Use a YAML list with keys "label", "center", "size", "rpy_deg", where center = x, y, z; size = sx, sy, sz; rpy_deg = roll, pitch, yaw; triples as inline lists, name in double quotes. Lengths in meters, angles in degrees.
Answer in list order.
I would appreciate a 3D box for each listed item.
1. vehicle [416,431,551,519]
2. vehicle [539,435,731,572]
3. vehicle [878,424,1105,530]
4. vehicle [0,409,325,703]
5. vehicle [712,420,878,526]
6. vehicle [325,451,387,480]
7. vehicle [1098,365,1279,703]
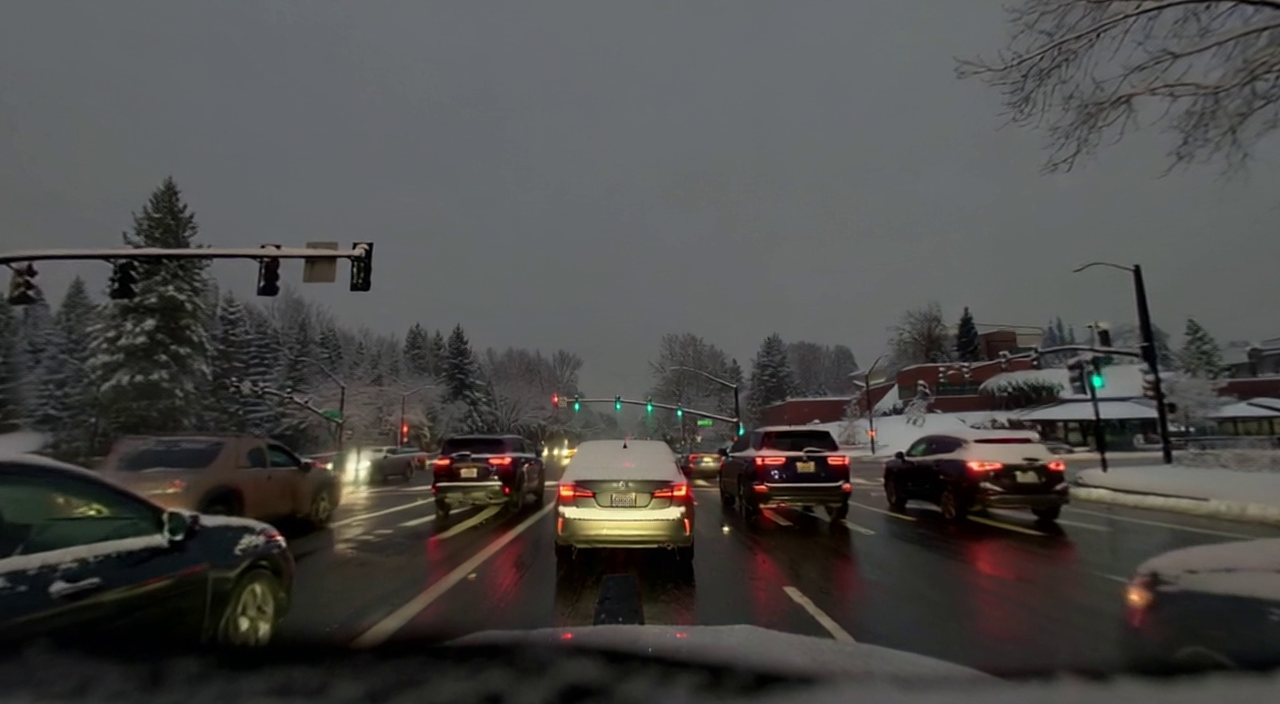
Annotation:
- label: "vehicle"
  center: [-3.380, 2.743, 14.608]
  size: [2.033, 1.714, 4.278]
  rpy_deg: [0, -8, 0]
- label: "vehicle"
  center: [-0.106, 1.952, 8.948]
  size: [2.098, 1.461, 3.958]
  rpy_deg: [0, -8, -2]
- label: "vehicle"
  center: [6.494, 2.335, 12.367]
  size: [1.945, 1.706, 4.190]
  rpy_deg: [0, -8, -1]
- label: "vehicle"
  center: [-3.201, 0.926, 2.074]
  size: [2.045, 1.463, 4.490]
  rpy_deg: [0, -8, -1]
- label: "vehicle"
  center: [2.895, 2.381, 13.002]
  size: [2.138, 1.778, 4.422]
  rpy_deg: [0, -8, -2]
- label: "vehicle"
  center: [-18.264, 7.284, 40.853]
  size: [1.933, 1.677, 4.508]
  rpy_deg: [0, -8, 0]
- label: "vehicle"
  center: [3.062, 0.571, 0.273]
  size: [1.996, 1.566, 4.917]
  rpy_deg: [0, -8, -1]
